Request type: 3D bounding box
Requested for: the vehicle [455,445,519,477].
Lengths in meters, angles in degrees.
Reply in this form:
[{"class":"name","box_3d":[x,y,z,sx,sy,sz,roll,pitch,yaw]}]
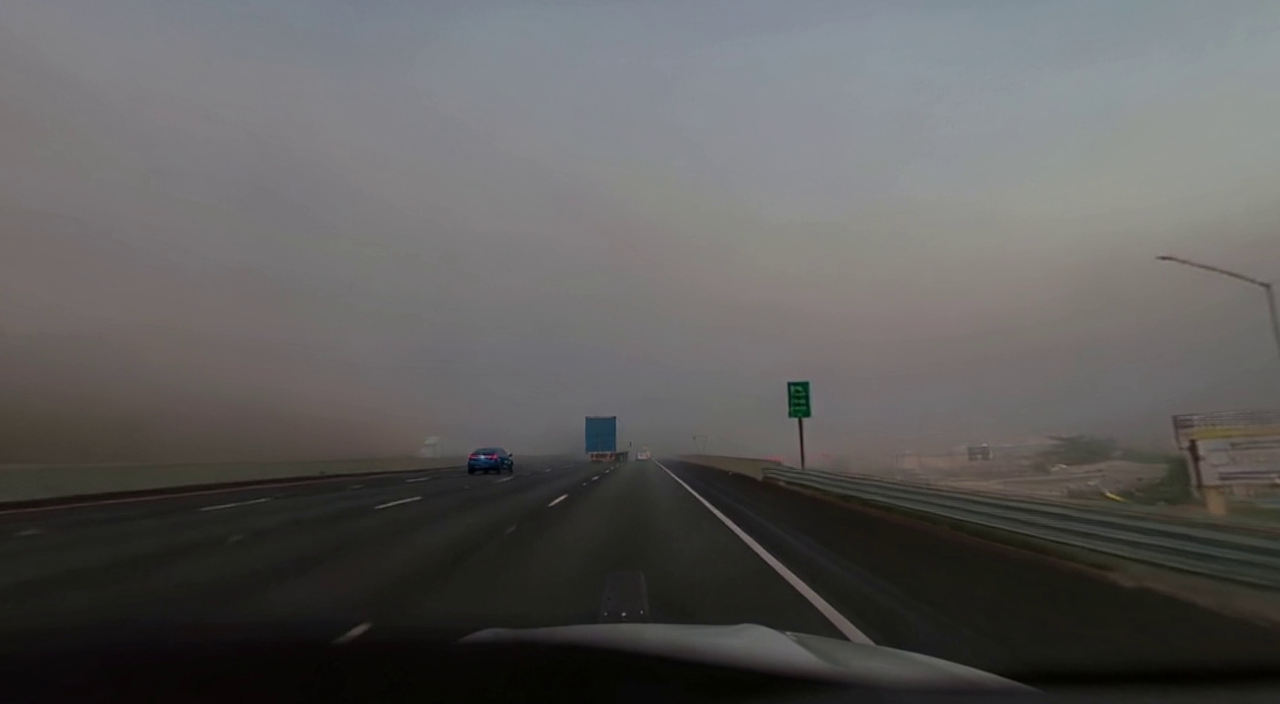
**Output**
[{"class":"vehicle","box_3d":[-7.480,5.356,31.187,1.901,1.467,4.629,0,-8,2]}]
